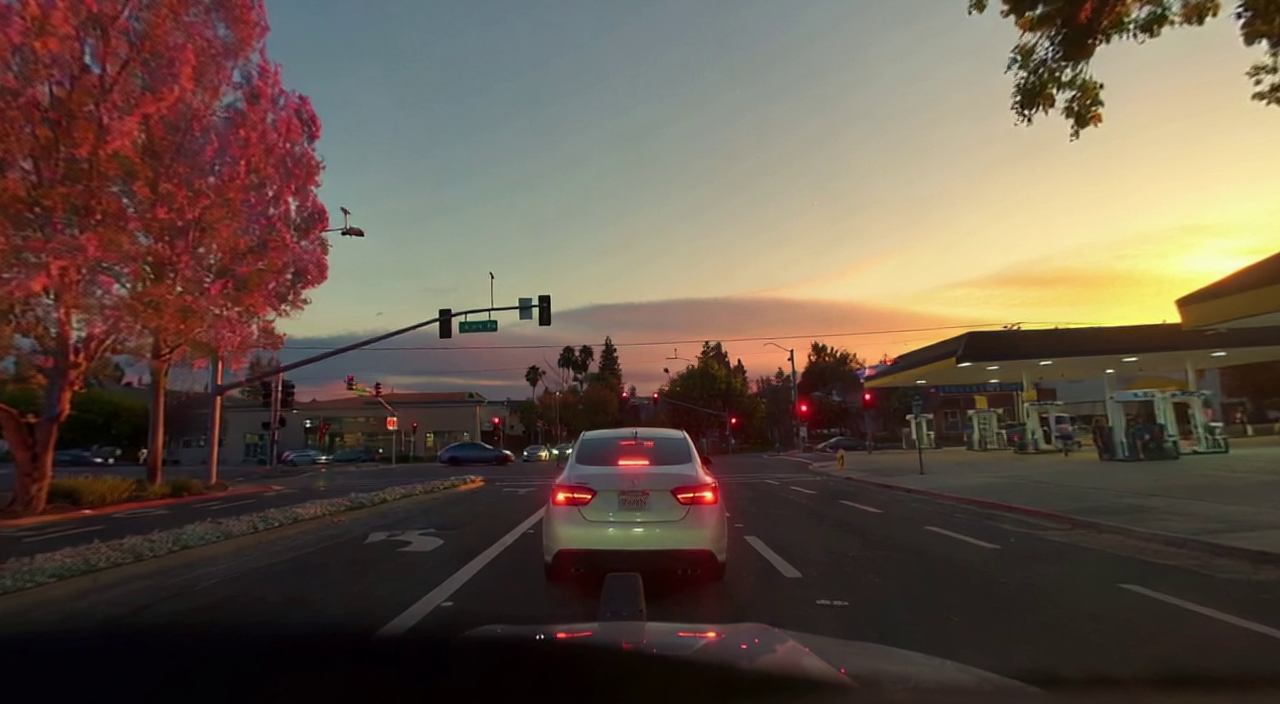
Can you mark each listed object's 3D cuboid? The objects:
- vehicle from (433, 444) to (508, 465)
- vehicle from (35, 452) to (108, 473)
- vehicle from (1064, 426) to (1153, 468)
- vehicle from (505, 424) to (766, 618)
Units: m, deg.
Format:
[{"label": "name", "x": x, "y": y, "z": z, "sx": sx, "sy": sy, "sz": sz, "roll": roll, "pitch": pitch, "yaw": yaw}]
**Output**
[{"label": "vehicle", "x": -12.255, "y": 7.434, "z": 45.694, "sx": 4.813, "sy": 1.455, "sz": 1.889, "roll": -1, "pitch": -8, "yaw": 5}, {"label": "vehicle", "x": -43.643, "y": 8.487, "z": 48.435, "sx": 3.975, "sy": 1.563, "sz": 1.755, "roll": -1, "pitch": -8, "yaw": 4}, {"label": "vehicle", "x": 18.553, "y": 3.734, "z": 24.898, "sx": 4.091, "sy": 1.495, "sz": 2.053, "roll": 8, "pitch": -12, "yaw": -44}, {"label": "vehicle", "x": -0.047, "y": 1.604, "z": 6.955, "sx": 2.010, "sy": 1.482, "sz": 4.057, "roll": 0, "pitch": -8, "yaw": 0}]
